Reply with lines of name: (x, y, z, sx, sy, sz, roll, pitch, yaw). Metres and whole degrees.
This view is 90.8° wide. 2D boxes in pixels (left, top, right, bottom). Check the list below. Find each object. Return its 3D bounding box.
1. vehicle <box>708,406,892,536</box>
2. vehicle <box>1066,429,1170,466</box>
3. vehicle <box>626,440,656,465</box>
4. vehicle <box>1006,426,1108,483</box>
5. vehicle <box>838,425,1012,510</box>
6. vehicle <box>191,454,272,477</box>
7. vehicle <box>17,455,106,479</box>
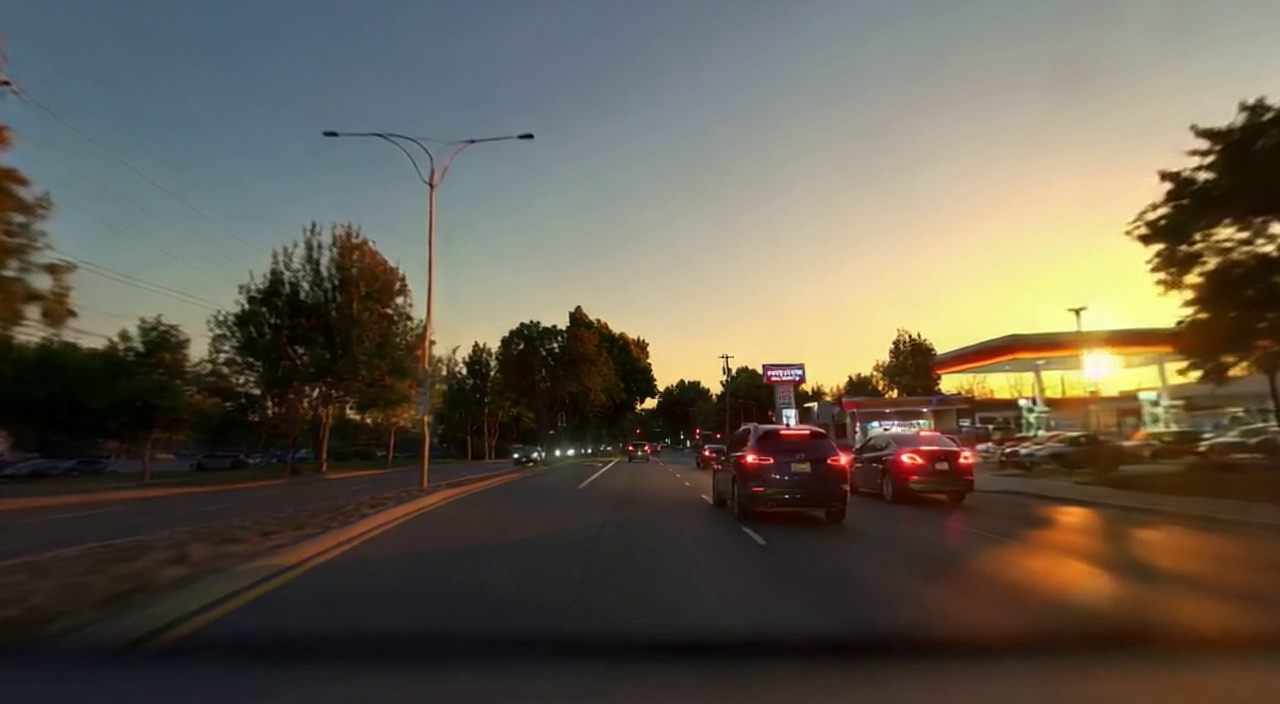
vehicle: (2.670, 2.145, 11.977, 2.038, 1.917, 4.900, 0, -8, -2)
vehicle: (24.015, 4.847, 31.972, 1.911, 1.714, 4.237, 0, -9, 0)
vehicle: (0.046, 7.143, 45.026, 2.101, 1.707, 3.904, 0, -8, -1)
vehicle: (15.701, 3.812, 23.680, 4.816, 1.882, 2.059, 8, -12, -44)
vehicle: (6.756, 2.783, 15.707, 2.025, 1.765, 4.729, 0, -8, -1)
vehicle: (-29.109, 8.077, 45.067, 4.435, 1.507, 1.926, 0, -8, 1)
vehicle: (-40.719, 8.078, 44.491, 4.479, 1.563, 1.966, -1, -9, 5)
